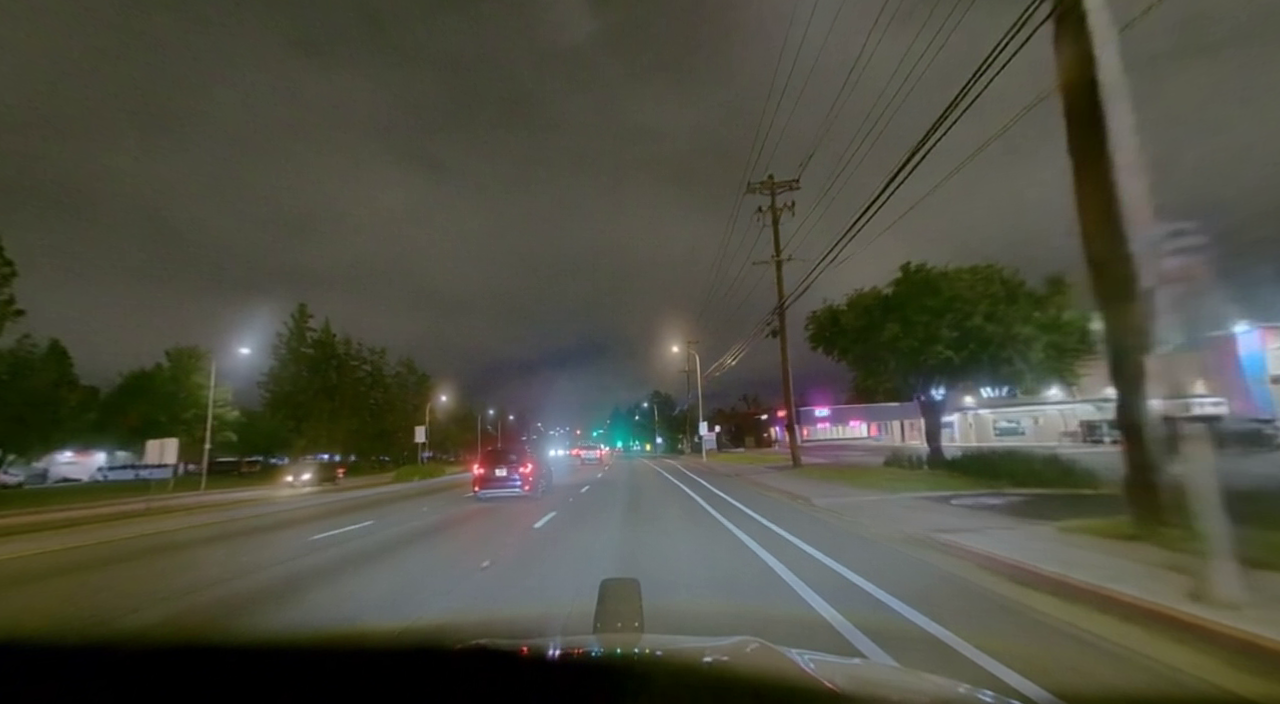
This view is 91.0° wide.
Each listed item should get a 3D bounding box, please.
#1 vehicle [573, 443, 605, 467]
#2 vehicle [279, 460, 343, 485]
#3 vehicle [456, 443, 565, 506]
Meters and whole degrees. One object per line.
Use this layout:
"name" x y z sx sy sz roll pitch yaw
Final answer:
"vehicle" -3.803 7.754 47.525 2.087 1.736 4.311 0 -9 0
"vehicle" -24.736 9.051 47.544 1.973 1.695 4.541 -1 -9 7
"vehicle" -3.352 3.276 17.267 1.942 1.469 4.426 0 -9 1
